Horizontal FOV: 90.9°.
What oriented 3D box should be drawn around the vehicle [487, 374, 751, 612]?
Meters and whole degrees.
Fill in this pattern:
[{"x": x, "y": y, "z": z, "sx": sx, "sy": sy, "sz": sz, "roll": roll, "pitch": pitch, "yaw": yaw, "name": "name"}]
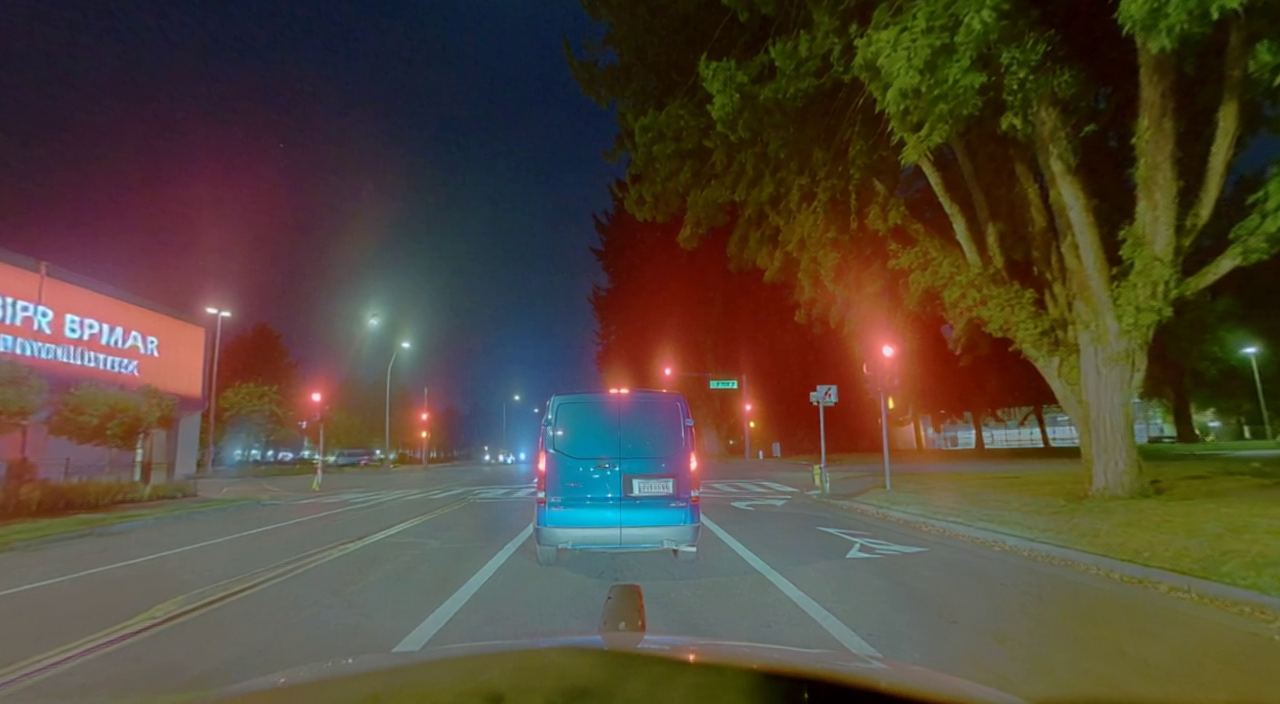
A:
[{"x": -0.296, "y": 1.466, "z": 7.290, "sx": 2.181, "sy": 1.949, "sz": 3.932, "roll": 1, "pitch": -9, "yaw": -4, "name": "vehicle"}]
